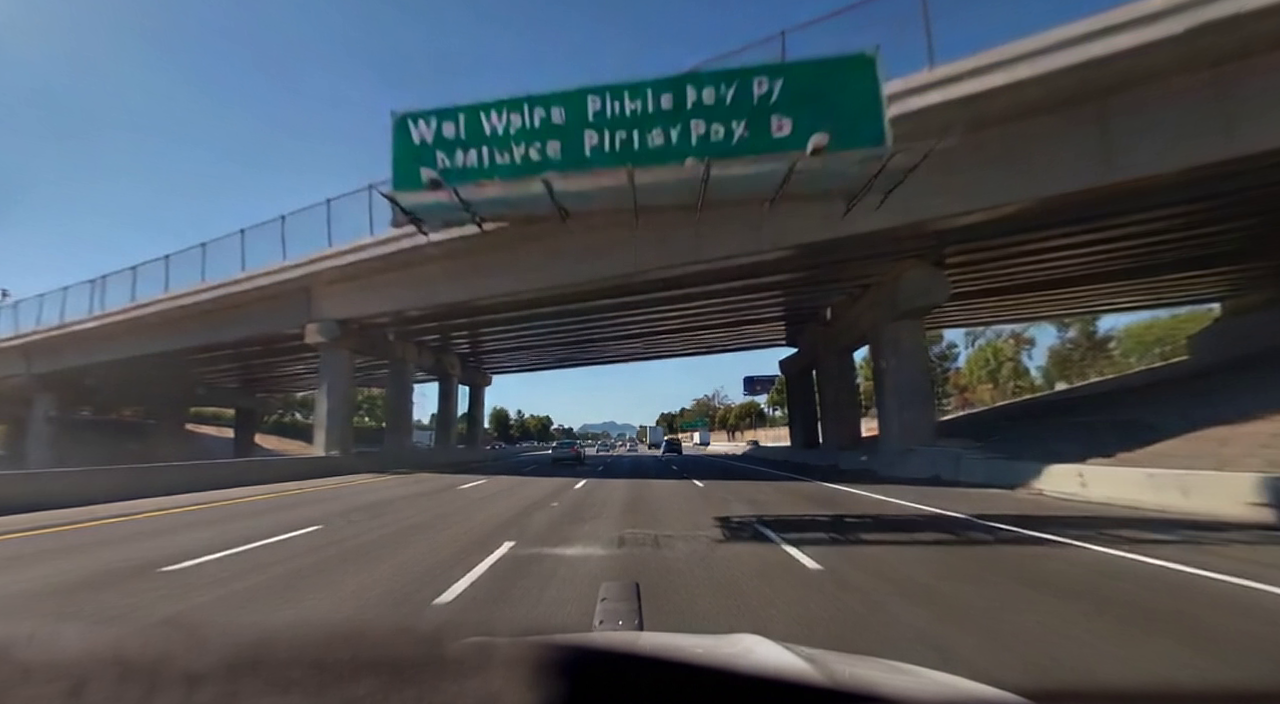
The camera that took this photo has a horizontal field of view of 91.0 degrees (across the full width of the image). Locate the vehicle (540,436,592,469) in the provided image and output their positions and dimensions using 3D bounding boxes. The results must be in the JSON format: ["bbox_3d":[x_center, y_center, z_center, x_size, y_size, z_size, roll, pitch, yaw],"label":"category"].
[{"bbox_3d":[-3.571,4.949,31.275,2.066,1.500,4.415,0,-8,0],"label":"vehicle"}]
